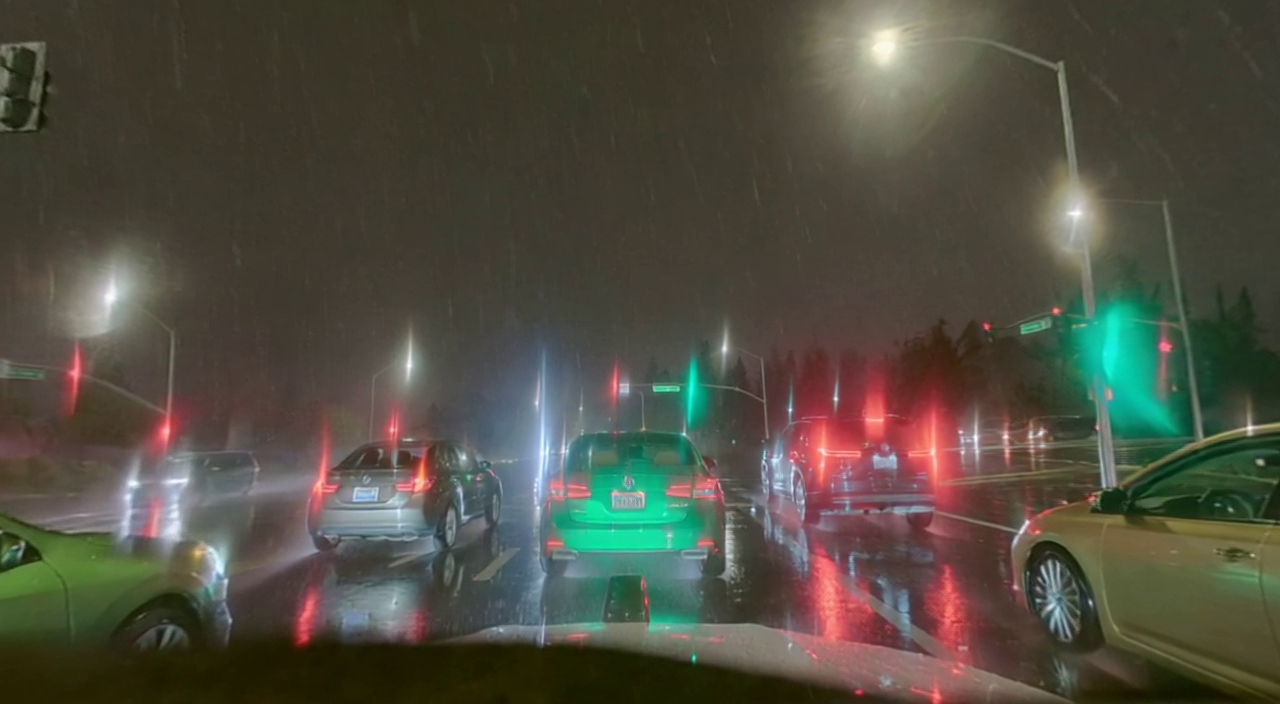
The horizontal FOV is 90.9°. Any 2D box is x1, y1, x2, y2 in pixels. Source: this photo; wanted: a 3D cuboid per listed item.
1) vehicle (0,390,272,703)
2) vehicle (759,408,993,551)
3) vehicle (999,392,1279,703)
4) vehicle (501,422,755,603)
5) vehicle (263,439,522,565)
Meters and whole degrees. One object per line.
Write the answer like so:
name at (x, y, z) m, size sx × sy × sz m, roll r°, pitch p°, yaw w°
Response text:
vehicle at (-3.477, 0.851, 1.870) m, size 2.016 × 1.547 × 4.414 m, roll 0°, pitch -8°, yaw 1°
vehicle at (3.306, 1.879, 9.914) m, size 1.992 × 1.744 × 4.183 m, roll 0°, pitch -8°, yaw -1°
vehicle at (3.935, 0.975, 3.123) m, size 1.800 × 1.519 × 4.198 m, roll 0°, pitch -8°, yaw 0°
vehicle at (-0.122, 1.664, 7.459) m, size 2.140 × 1.499 × 4.119 m, roll 0°, pitch -8°, yaw -1°
vehicle at (-3.299, 2.076, 9.561) m, size 1.995 × 1.436 × 4.373 m, roll -1°, pitch -8°, yaw 3°
